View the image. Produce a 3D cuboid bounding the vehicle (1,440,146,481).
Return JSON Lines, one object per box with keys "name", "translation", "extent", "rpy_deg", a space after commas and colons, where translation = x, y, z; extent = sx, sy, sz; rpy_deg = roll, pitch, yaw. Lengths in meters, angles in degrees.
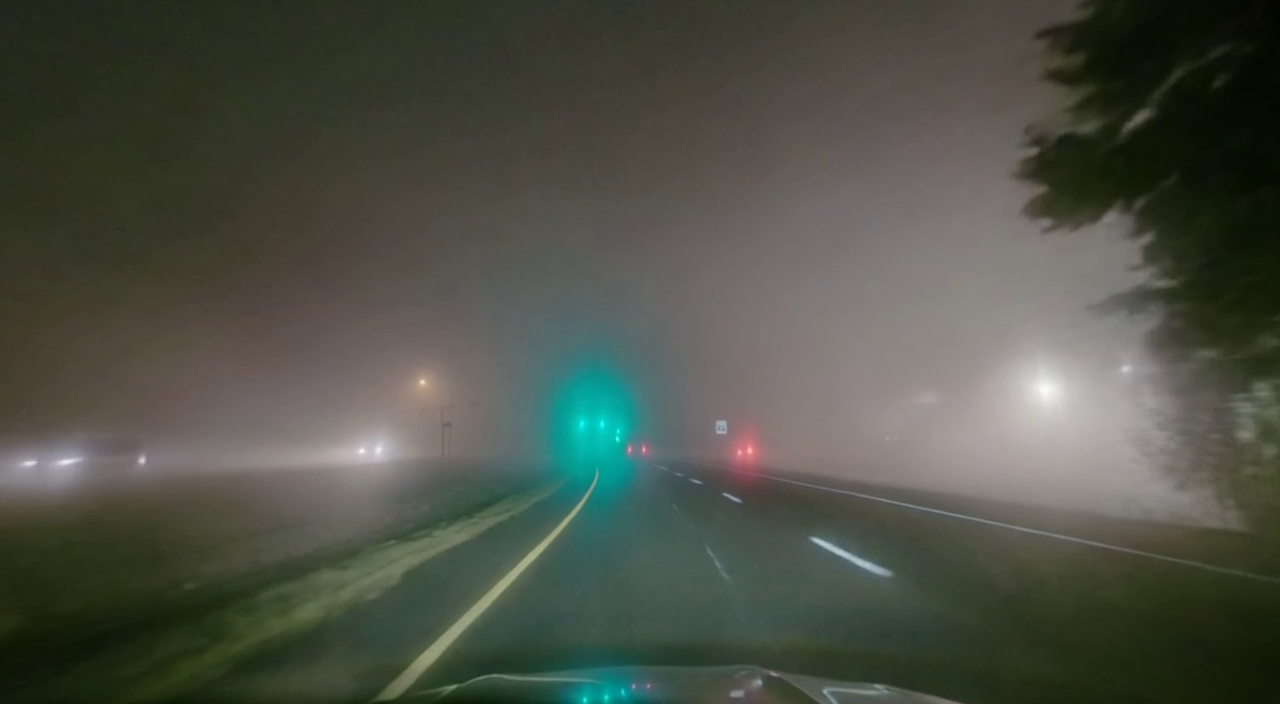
{"name": "vehicle", "translation": [-22.273, 4.266, 25.127], "extent": [1.826, 1.473, 4.374], "rpy_deg": [0, -9, -2]}
